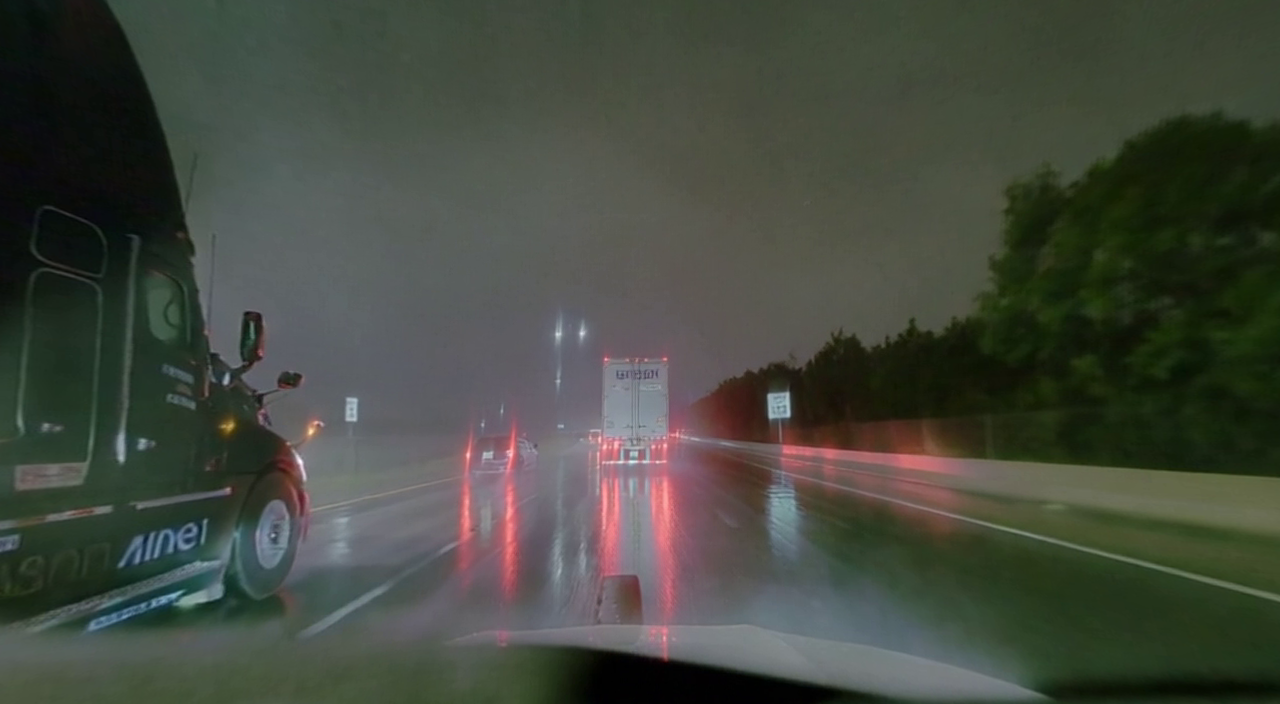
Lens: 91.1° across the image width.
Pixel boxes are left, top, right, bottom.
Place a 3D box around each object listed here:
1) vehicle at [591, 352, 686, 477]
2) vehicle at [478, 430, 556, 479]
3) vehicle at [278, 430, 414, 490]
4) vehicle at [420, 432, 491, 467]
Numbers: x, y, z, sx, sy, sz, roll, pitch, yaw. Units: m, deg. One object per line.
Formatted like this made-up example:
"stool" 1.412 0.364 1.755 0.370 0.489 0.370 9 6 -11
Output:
"vehicle" -0.188 2.754 26.166 3.118 4.106 10.719 0 -8 -2
"vehicle" -4.068 3.434 21.410 1.933 1.492 3.838 0 -8 0
"vehicle" -8.123 2.989 17.832 1.943 1.500 4.011 0 -8 -1
"vehicle" -8.551 4.552 29.599 1.976 1.510 4.604 0 -8 -1
